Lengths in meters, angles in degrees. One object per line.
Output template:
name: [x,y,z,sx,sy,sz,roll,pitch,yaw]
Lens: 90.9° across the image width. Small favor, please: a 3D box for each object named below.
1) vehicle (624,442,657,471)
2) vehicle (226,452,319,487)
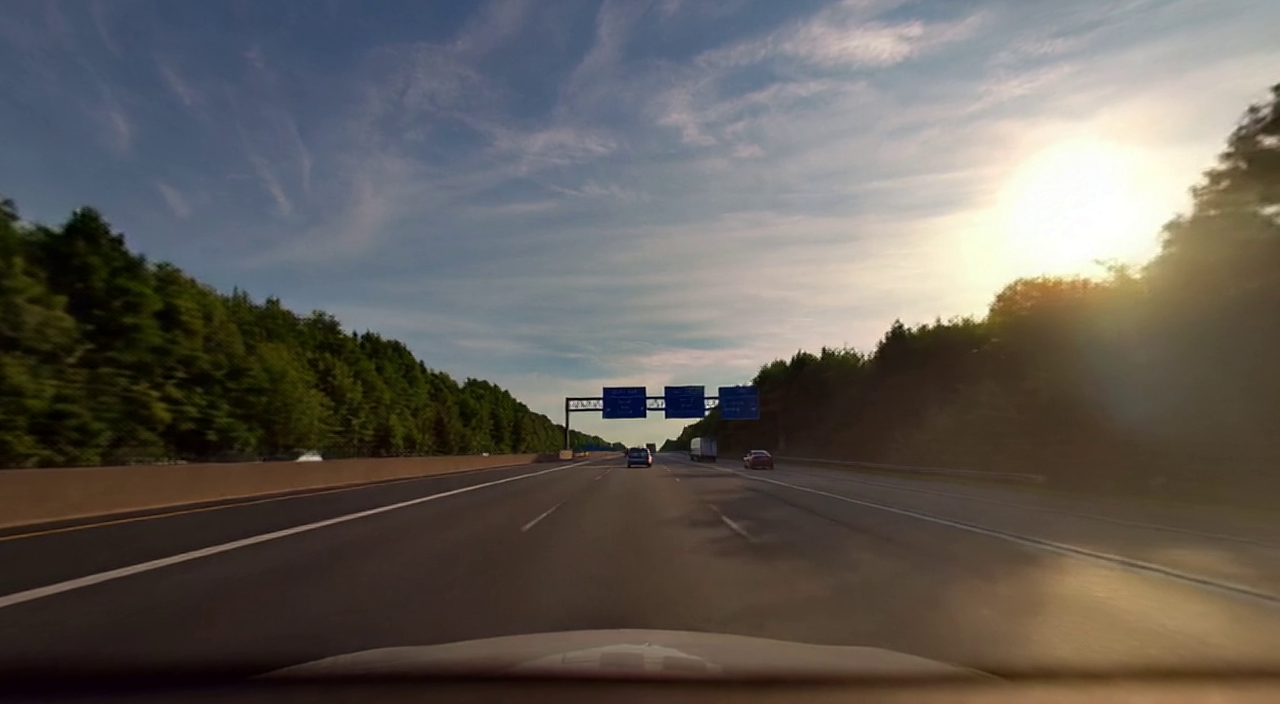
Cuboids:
vehicle: [0.060,7.114,42.834,2.167,1.847,4.097,0,-9,0]
vehicle: [-18.798,5.998,32.532,2.067,1.640,4.449,0,-9,1]
